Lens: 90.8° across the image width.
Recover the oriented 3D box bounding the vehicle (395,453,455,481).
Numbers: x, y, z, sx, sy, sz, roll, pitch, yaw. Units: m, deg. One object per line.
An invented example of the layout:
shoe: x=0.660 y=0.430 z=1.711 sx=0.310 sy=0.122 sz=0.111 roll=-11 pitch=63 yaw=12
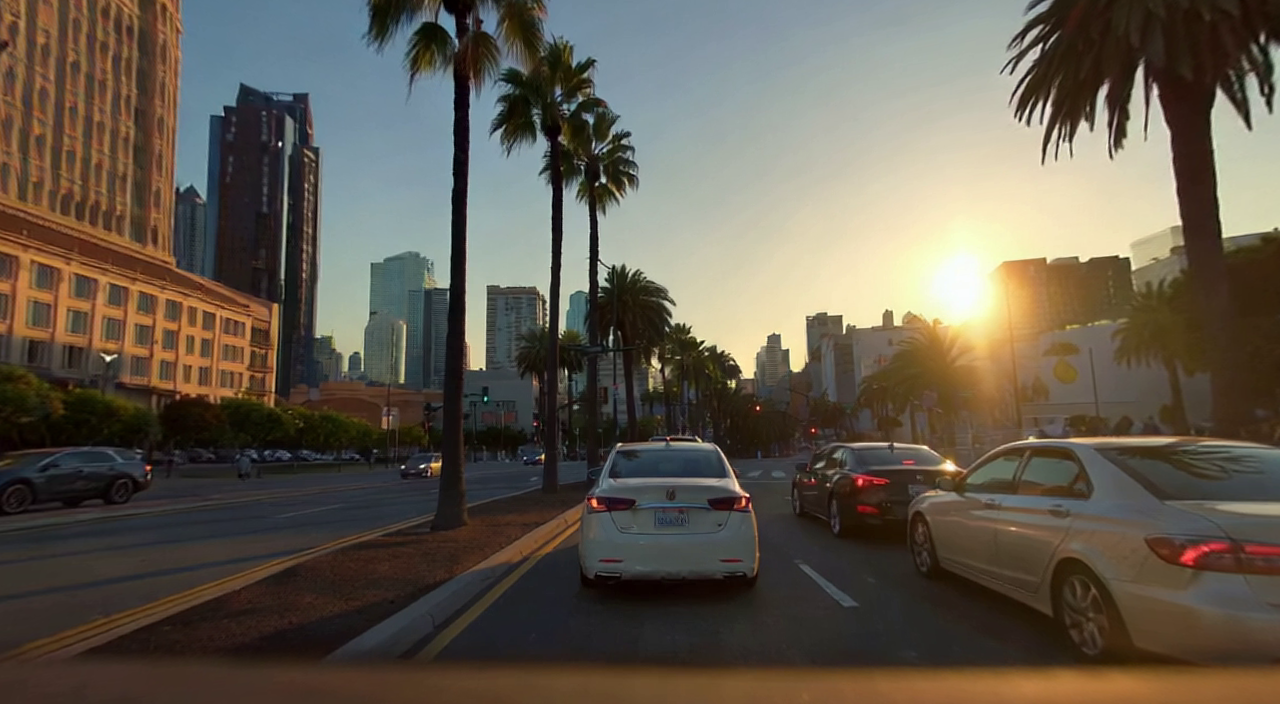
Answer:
vehicle: x=-13.468 y=7.195 z=39.779 sx=1.801 sy=1.563 sz=4.015 roll=-2 pitch=-9 yaw=9

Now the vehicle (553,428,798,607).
vehicle: x=0.336 y=1.697 z=7.300 sx=2.078 sy=1.503 sz=3.681 roll=0 pitch=-9 yaw=1

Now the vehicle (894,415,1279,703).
vehicle: x=3.640 y=1.298 z=4.578 sx=1.913 sy=1.469 sz=4.425 roll=-1 pitch=-9 yaw=3

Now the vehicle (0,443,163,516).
vehicle: x=-17.430 y=3.642 z=18.585 sx=2.247 sy=1.868 sz=5.132 roll=-2 pitch=-9 yaw=9
